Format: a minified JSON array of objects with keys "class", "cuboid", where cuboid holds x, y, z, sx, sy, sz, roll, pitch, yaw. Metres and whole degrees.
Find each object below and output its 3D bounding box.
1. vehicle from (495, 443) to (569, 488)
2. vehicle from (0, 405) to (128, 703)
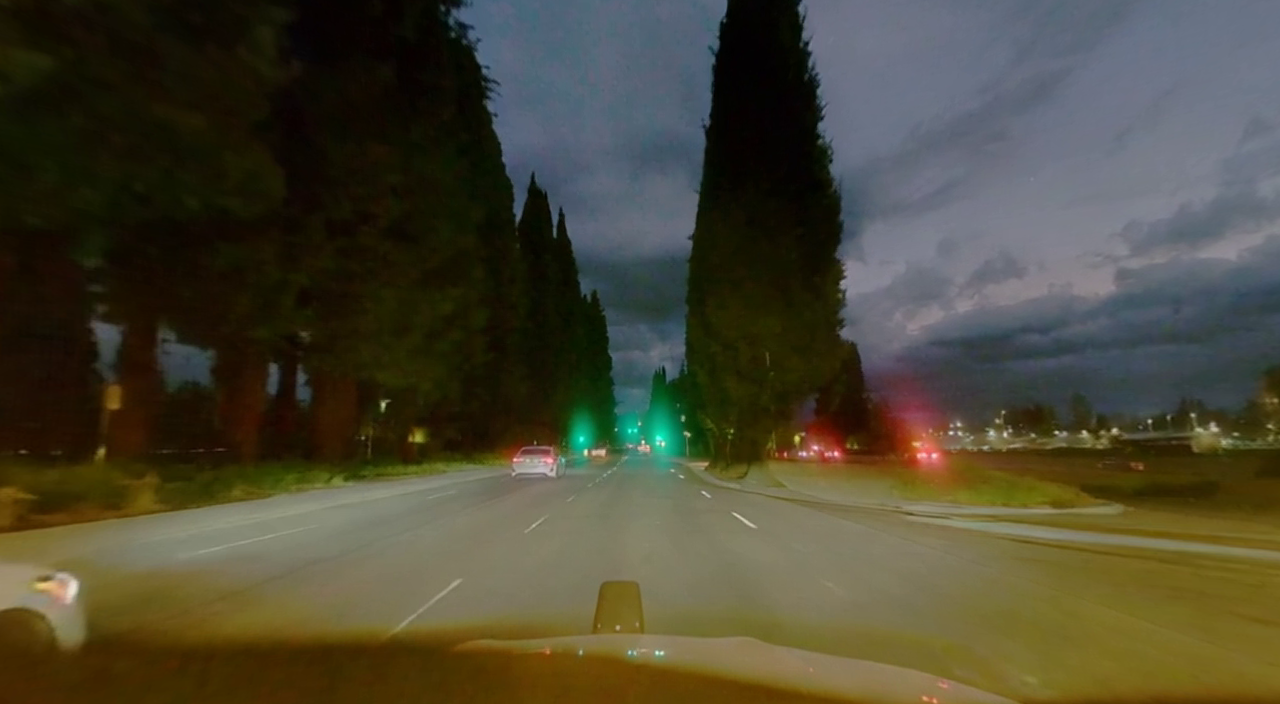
[{"class":"vehicle","cuboid":[-3.880,4.149,23.531,1.968,1.459,4.433,0,-8,0]},{"class":"vehicle","cuboid":[-3.634,0.724,0.933,2.106,1.482,4.312,0,-8,0]}]
